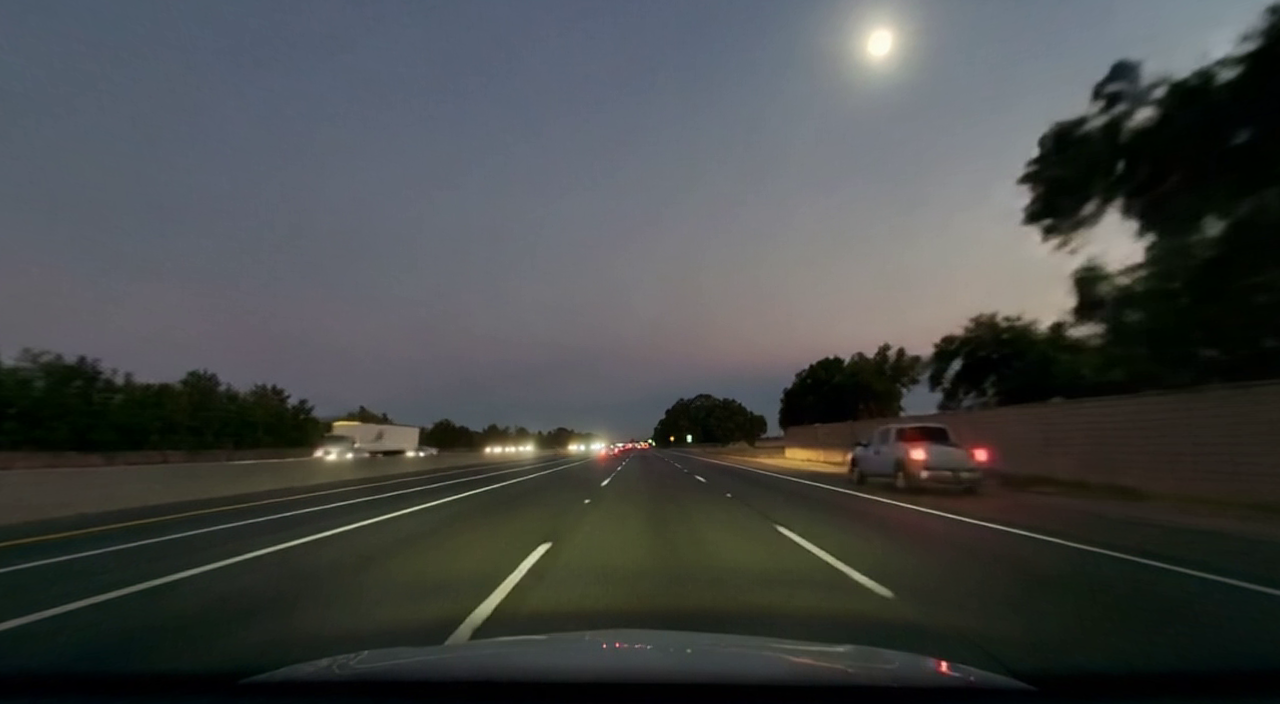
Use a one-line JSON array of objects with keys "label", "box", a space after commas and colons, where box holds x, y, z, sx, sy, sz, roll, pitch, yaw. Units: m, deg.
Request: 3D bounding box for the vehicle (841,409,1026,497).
[{"label": "vehicle", "box": [8.158, 2.919, 18.534, 2.440, 2.132, 6.219, 0, -9, 0]}]
